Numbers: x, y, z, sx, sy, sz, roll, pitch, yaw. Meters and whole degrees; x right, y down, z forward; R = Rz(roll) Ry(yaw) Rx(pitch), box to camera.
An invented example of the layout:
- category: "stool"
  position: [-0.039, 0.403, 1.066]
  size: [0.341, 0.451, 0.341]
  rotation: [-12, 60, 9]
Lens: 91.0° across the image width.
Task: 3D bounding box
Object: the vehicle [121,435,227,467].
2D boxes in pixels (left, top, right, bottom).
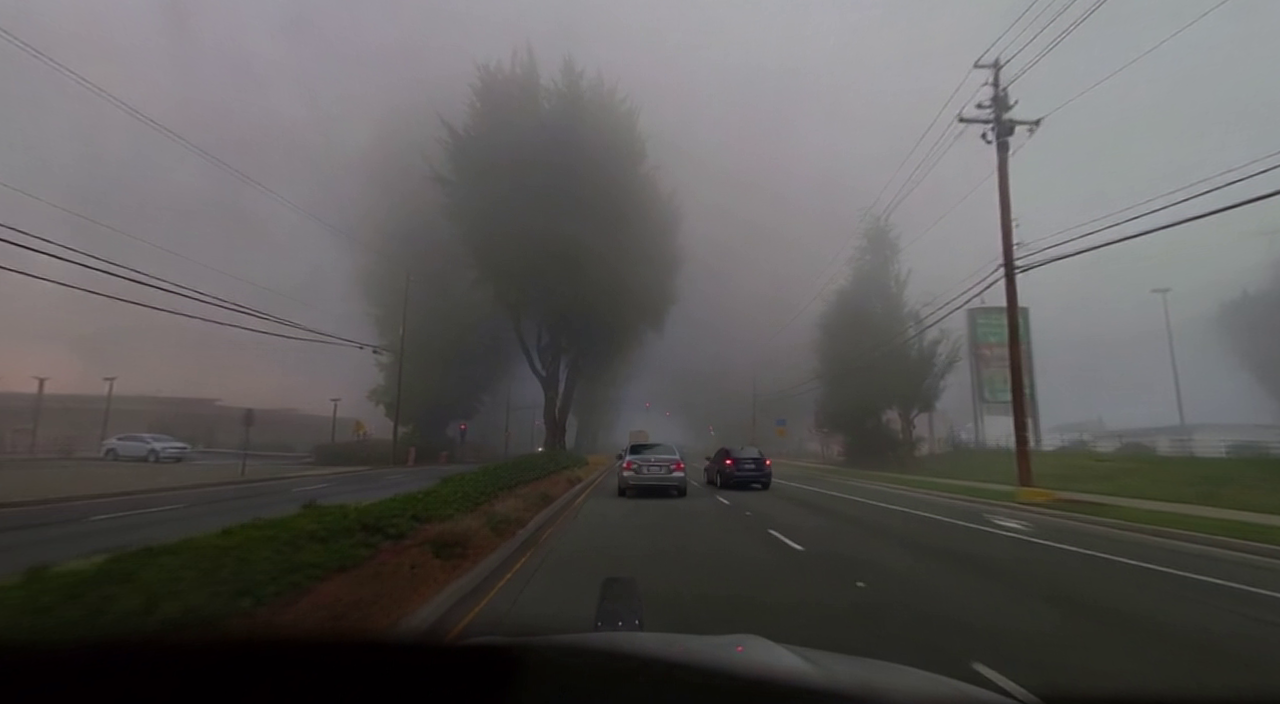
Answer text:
- category: "vehicle"
  position: [-28.685, 6.126, 38.966]
  size: [4.687, 1.894, 2.149]
  rotation: [3, -9, -17]

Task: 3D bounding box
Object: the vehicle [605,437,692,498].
- category: "vehicle"
  position: [0.166, 3.147, 17.573]
  size: [2.144, 1.473, 4.028]
  rotation: [1, -8, -2]

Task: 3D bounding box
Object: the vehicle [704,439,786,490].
- category: "vehicle"
  position: [3.317, 3.647, 20.751]
  size: [1.985, 1.489, 4.036]
  rotation: [0, -8, -1]
